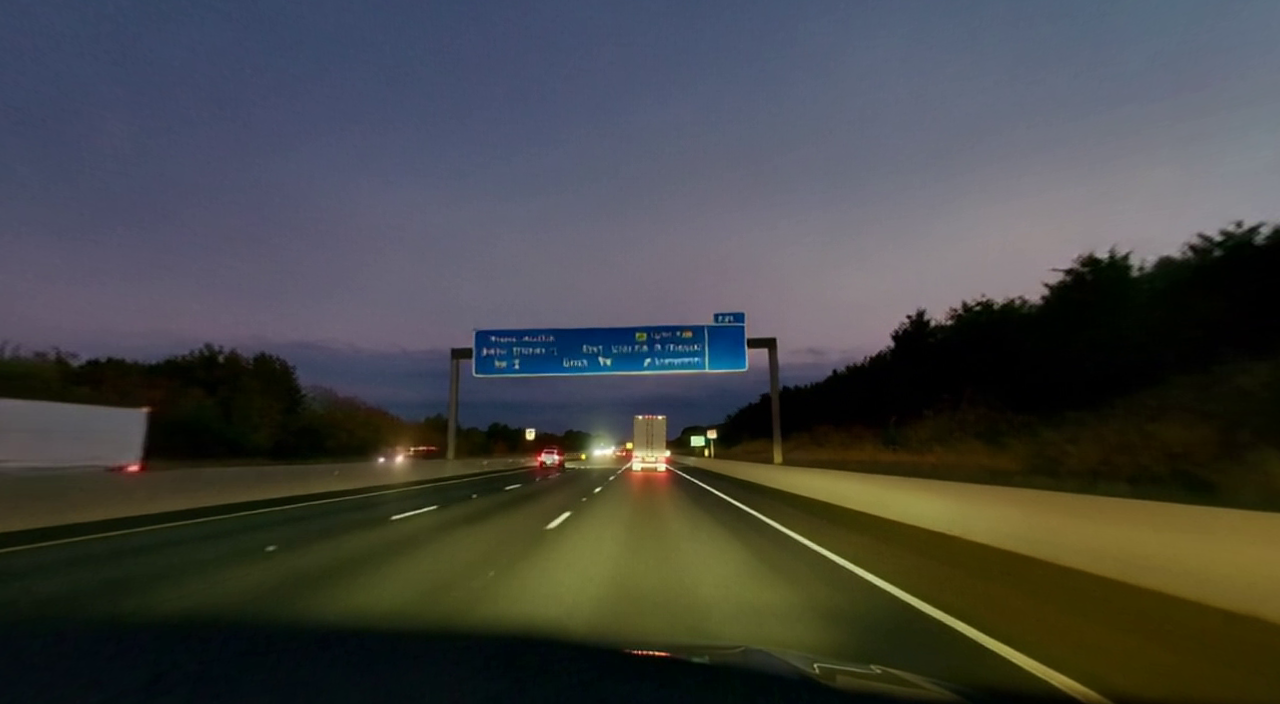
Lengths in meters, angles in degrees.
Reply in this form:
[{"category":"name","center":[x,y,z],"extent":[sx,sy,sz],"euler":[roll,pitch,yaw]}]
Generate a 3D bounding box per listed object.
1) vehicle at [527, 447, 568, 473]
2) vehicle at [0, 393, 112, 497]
[{"category":"vehicle","center":[-6.430,7.579,44.409],"extent":[2.119,1.754,4.404],"euler":[0,-9,1]},{"category":"vehicle","center":[-23.885,3.159,21.436],"extent":[3.032,3.588,10.037],"euler":[0,-9,0]}]
